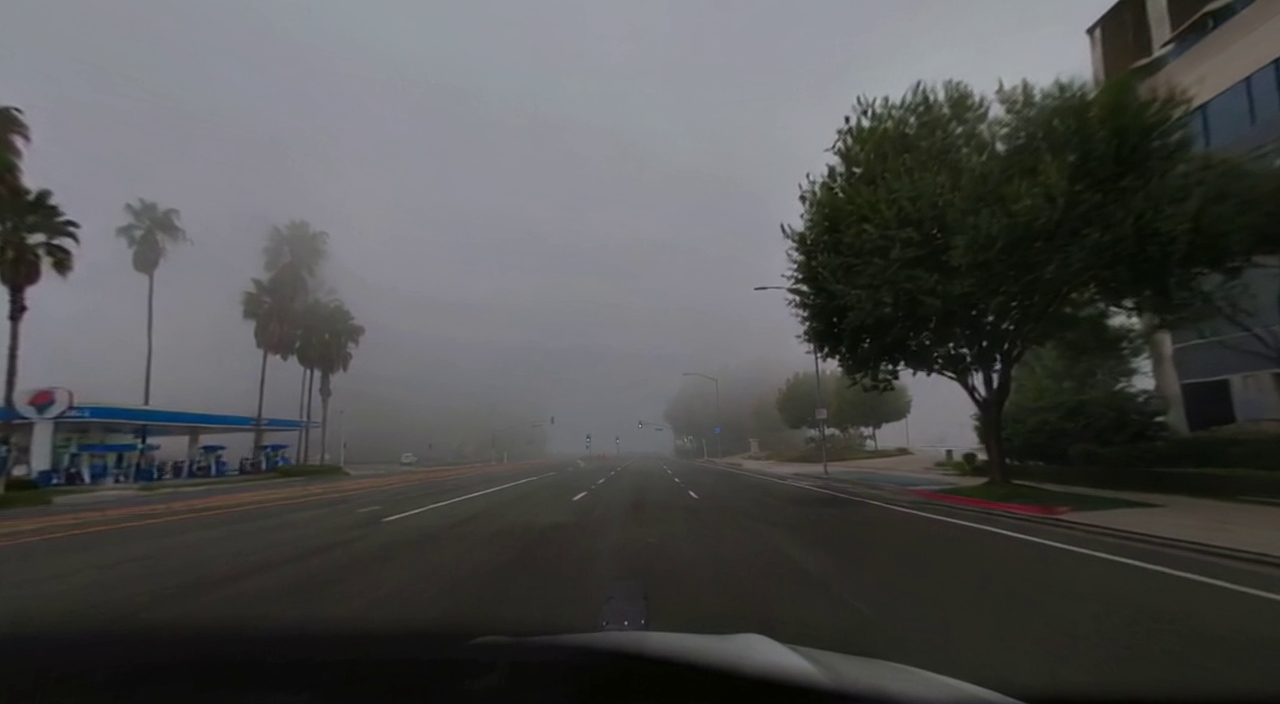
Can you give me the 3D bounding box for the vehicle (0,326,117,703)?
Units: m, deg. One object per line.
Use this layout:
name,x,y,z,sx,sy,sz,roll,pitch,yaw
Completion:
vehicle,-3.345,0.524,0.466,2.011,1.756,4.478,-1,-9,0
